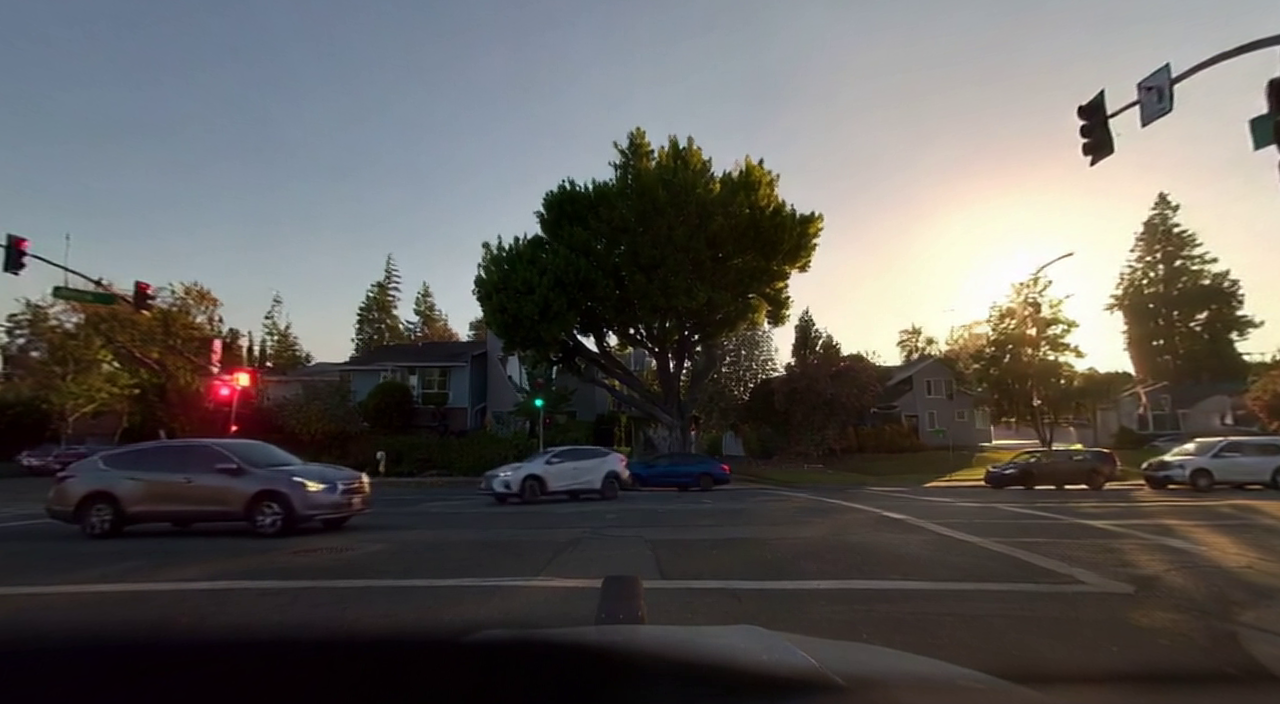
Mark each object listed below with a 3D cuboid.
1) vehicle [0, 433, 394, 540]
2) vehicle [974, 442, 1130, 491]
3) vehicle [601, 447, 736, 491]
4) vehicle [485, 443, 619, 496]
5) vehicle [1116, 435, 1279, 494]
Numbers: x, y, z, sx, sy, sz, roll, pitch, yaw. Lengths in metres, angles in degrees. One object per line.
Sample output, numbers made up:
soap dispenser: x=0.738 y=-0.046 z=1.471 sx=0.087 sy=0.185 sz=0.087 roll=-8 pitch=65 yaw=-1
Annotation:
vehicle: x=-6.712 y=2.013 z=9.775 sx=4.989 sy=1.442 sz=1.940 roll=0 pitch=-8 yaw=0
vehicle: x=14.956 y=4.151 z=23.132 sx=4.326 sy=1.672 sz=1.903 roll=0 pitch=-8 yaw=-1
vehicle: x=0.981 y=4.237 z=23.008 sx=4.705 sy=1.486 sz=1.830 roll=0 pitch=-8 yaw=-1
vehicle: x=-2.563 y=3.517 z=19.112 sx=3.815 sy=1.504 sz=1.790 roll=0 pitch=-8 yaw=-2
vehicle: x=17.768 y=3.436 z=19.485 sx=4.510 sy=1.673 sz=2.030 roll=0 pitch=-8 yaw=-1
